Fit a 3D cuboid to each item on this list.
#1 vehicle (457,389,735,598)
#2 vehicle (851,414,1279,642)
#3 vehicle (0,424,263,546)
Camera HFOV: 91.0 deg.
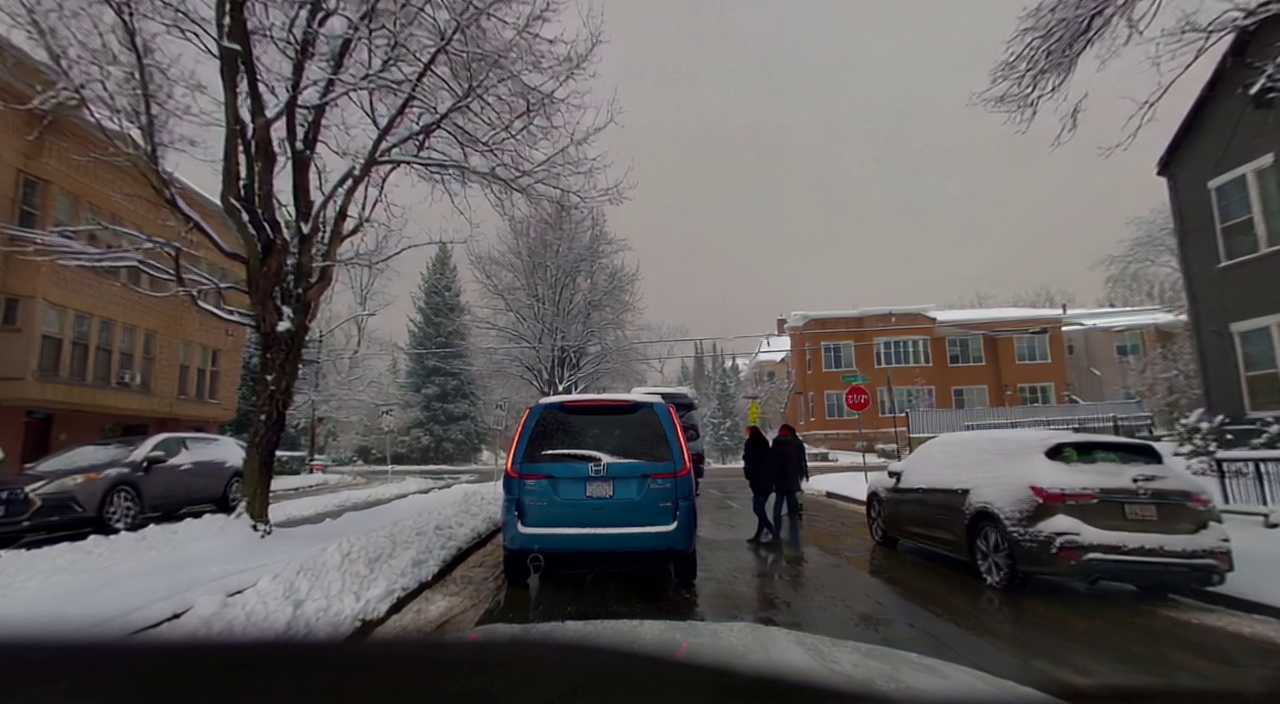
[{"bbox_3d":[-0.397,1.563,7.817,2.377,1.787,4.652,0,-8,-1],"label":"vehicle"},{"bbox_3d":[4.214,1.665,7.054,1.959,1.581,4.731,4,-9,-2],"label":"vehicle"},{"bbox_3d":[-8.297,1.993,10.188,1.825,1.532,4.083,-3,-7,1],"label":"vehicle"}]
